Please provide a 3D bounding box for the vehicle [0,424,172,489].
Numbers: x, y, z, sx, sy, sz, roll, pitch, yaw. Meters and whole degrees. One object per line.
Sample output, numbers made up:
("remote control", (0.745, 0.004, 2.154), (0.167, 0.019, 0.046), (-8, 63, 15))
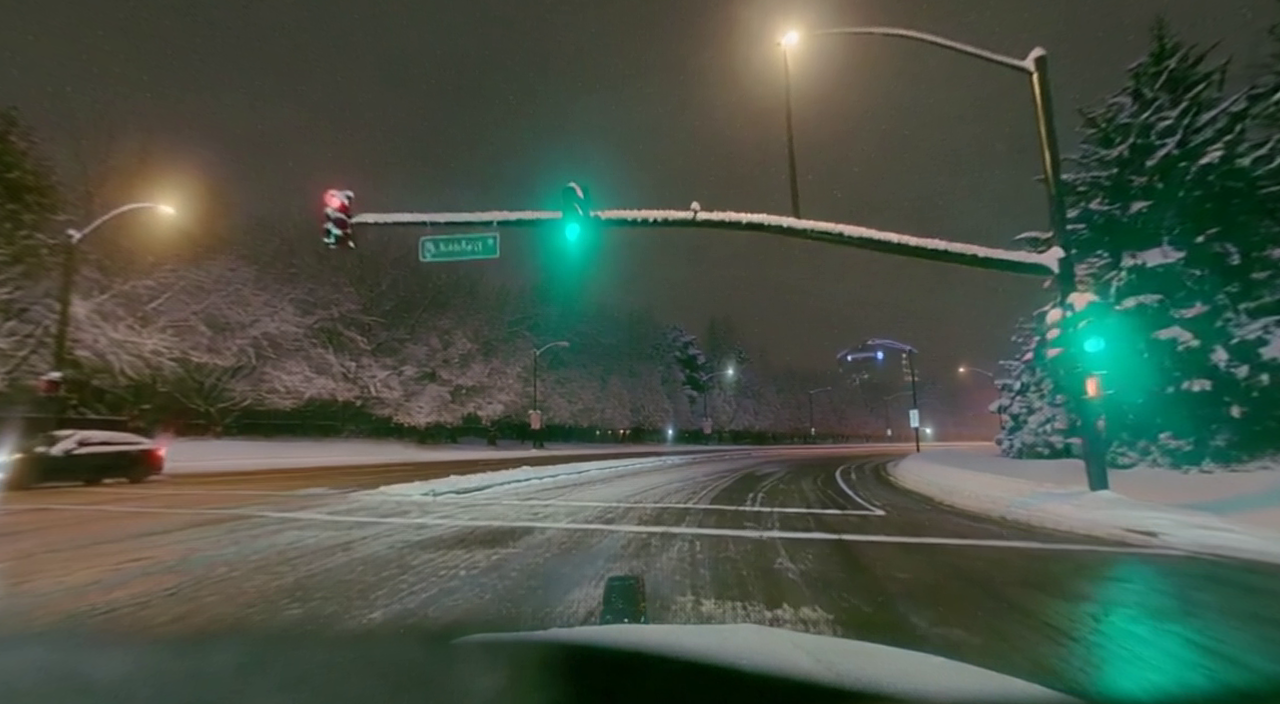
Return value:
("vehicle", (-15.166, 2.677, 16.335), (1.853, 1.487, 4.691), (-2, -9, 12))
